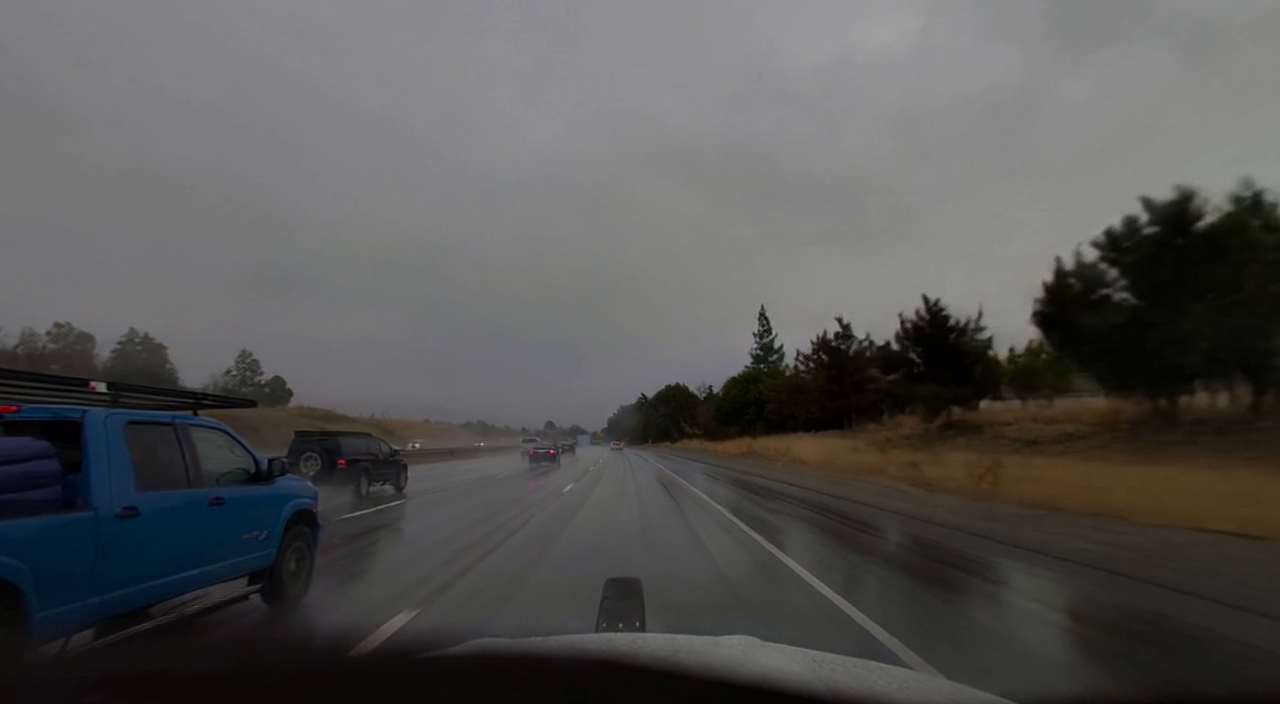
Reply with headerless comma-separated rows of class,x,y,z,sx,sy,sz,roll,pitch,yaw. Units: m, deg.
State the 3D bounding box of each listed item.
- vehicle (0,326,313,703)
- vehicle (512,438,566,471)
vehicle,-3.910,0.797,2.742,2.200,1.807,5.041,0,-8,1
vehicle,-5.013,5.151,31.832,2.012,1.509,4.359,0,-8,0
